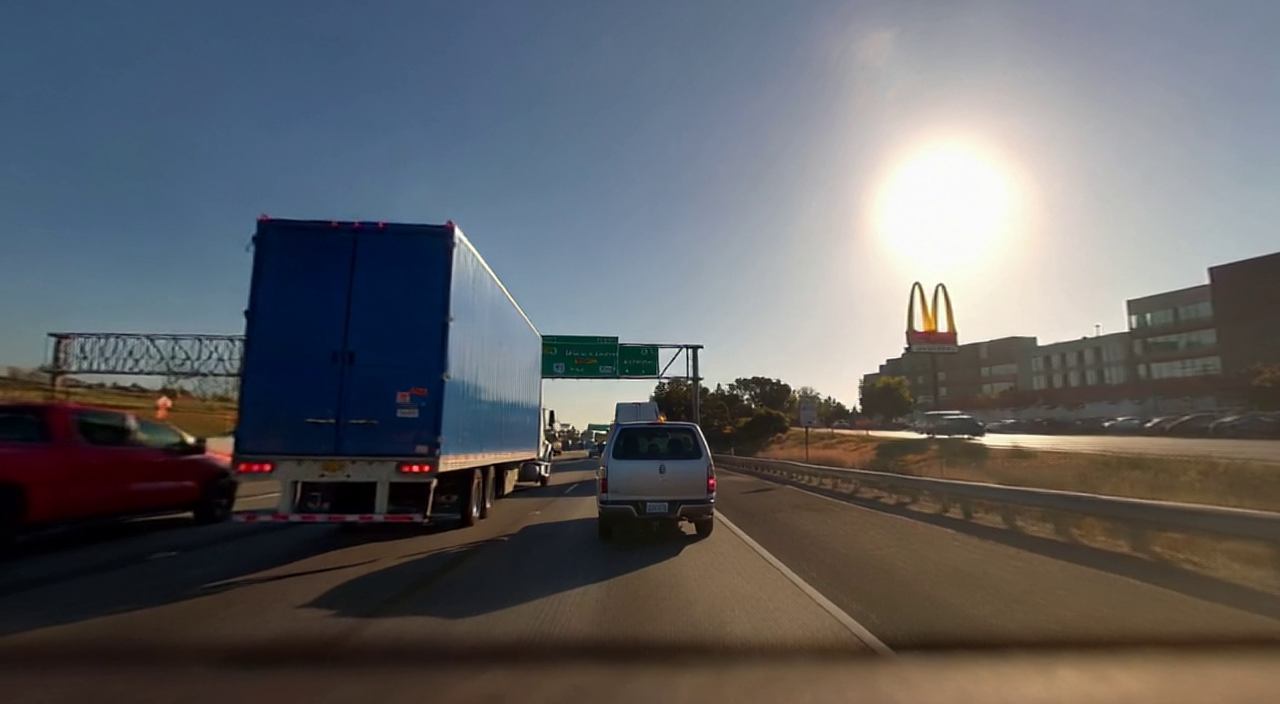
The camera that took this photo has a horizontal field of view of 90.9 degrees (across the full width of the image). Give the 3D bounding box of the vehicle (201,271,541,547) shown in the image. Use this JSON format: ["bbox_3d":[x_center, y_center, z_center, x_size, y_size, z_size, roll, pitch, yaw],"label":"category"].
[{"bbox_3d":[-4.014,1.315,12.246,2.814,3.513,8.529,0,-9,0],"label":"vehicle"}]

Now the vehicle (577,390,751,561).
[{"bbox_3d":[0.180,1.688,9.178,1.947,1.910,4.040,0,-9,-3],"label":"vehicle"}]

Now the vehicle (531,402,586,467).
[{"bbox_3d":[-4.992,5.352,40.233,2.617,3.604,9.499,0,-9,-2],"label":"vehicle"}]

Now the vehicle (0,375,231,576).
[{"bbox_3d":[-7.708,1.397,7.292,2.218,2.047,5.586,0,-9,-1],"label":"vehicle"}]
